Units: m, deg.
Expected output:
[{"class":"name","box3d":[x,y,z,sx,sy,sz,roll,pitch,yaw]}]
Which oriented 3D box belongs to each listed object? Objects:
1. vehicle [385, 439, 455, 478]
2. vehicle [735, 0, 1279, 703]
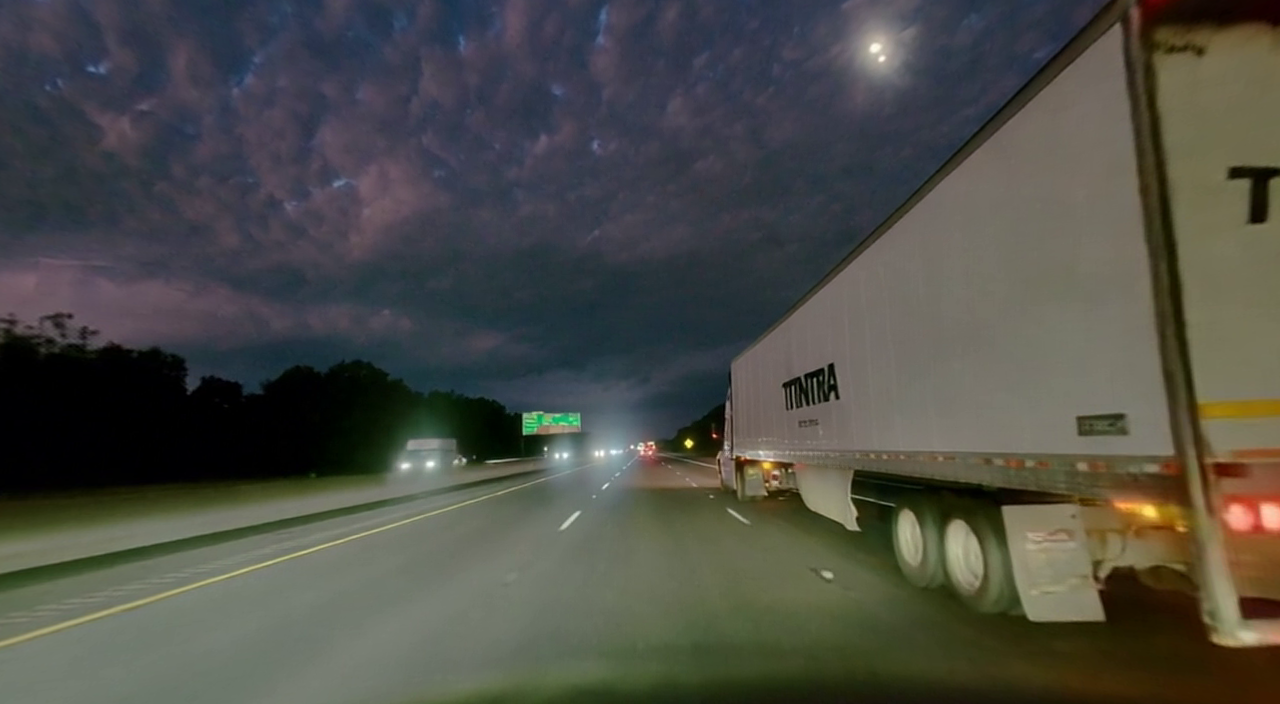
[{"class":"vehicle","box3d":[-15.000,7.319,43.525,2.441,2.500,6.307,0,-9,1]},{"class":"vehicle","box3d":[4.080,0.723,9.642,2.947,4.020,14.220,0,-9,0]}]
